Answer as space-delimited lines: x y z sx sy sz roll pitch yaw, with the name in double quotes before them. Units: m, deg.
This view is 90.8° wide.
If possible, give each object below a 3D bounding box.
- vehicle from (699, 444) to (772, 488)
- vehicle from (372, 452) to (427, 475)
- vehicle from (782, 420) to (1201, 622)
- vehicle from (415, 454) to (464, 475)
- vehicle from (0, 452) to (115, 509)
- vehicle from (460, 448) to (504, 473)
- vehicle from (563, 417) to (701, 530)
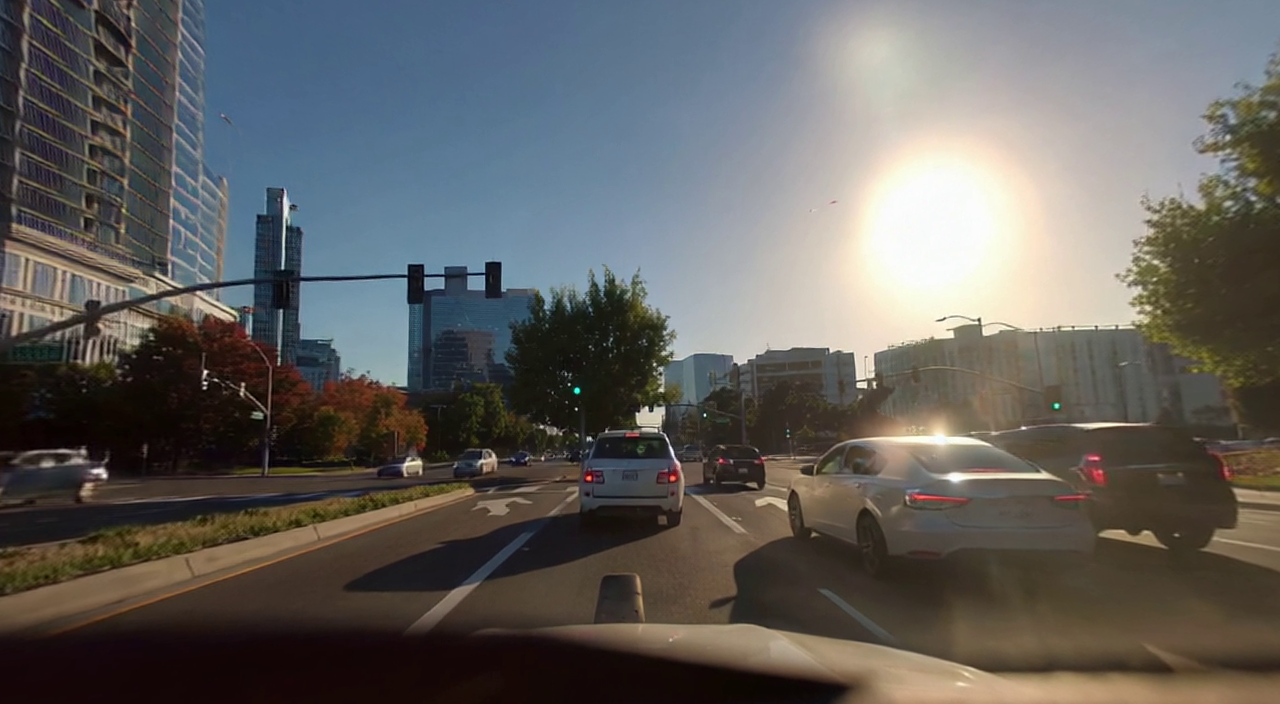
"vehicle" 3.502 4.271 24.018 2.004 1.523 4.263 0 -9 -1
"vehicle" -17.467 8.132 46.127 1.971 1.523 4.991 0 -9 1
"vehicle" 3.319 1.684 7.417 2.034 1.558 4.774 0 -9 -2
"vehicle" -14.501 8.142 45.886 2.107 1.448 4.179 0 -9 1
"vehicle" -20.872 4.290 21.408 2.138 1.708 4.589 0 -9 0
"vehicle" -11.227 7.692 45.113 2.032 1.671 4.316 0 -9 0
"vehicle" -0.140 2.303 12.517 2.236 1.827 4.316 0 -9 0
